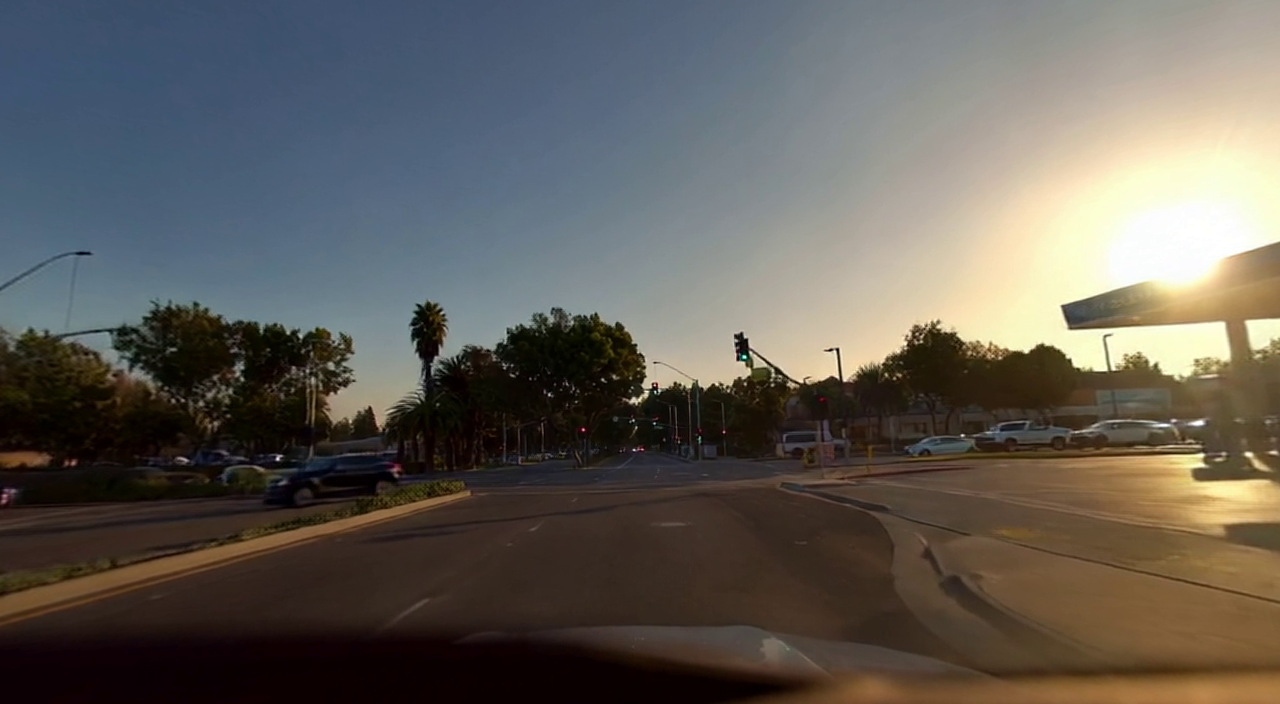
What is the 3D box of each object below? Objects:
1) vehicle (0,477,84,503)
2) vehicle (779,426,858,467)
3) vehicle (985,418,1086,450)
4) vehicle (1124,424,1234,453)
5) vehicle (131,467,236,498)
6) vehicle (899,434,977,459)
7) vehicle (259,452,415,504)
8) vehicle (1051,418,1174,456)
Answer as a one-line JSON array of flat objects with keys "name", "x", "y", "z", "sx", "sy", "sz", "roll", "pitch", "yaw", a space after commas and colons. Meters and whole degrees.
[{"name": "vehicle", "x": -37.828, "y": 8.612, "z": 39.473, "sx": 4.182, "sy": 1.452, "sz": 1.954, "roll": 0, "pitch": -9, "yaw": -1}, {"name": "vehicle", "x": 13.320, "y": 7.222, "z": 48.331, "sx": 2.944, "sy": 2.783, "sz": 10.332, "roll": 0, "pitch": -9, "yaw": -1}, {"name": "vehicle", "x": 28.941, "y": 6.060, "z": 46.417, "sx": 5.625, "sy": 2.303, "sz": 2.592, "roll": 0, "pitch": -9, "yaw": 2}, {"name": "vehicle", "x": 30.360, "y": 4.902, "z": 35.681, "sx": 4.286, "sy": 1.519, "sz": 2.070, "roll": -1, "pitch": -9, "yaw": -3}, {"name": "vehicle", "x": -25.603, "y": 7.319, "z": 35.528, "sx": 4.407, "sy": 1.565, "sz": 1.861, "roll": 0, "pitch": -9, "yaw": 2}, {"name": "vehicle", "x": 21.635, "y": 6.859, "z": 45.954, "sx": 4.578, "sy": 1.756, "sz": 2.042, "roll": 1, "pitch": -9, "yaw": -5}, {"name": "vehicle", "x": -10.002, "y": 4.145, "z": 21.369, "sx": 1.920, "sy": 1.496, "sz": 4.763, "roll": -3, "pitch": -9, "yaw": 19}, {"name": "vehicle", "x": 30.334, "y": 5.498, "z": 40.696, "sx": 6.052, "sy": 2.171, "sz": 2.511, "roll": -1, "pitch": -8, "yaw": -7}]
